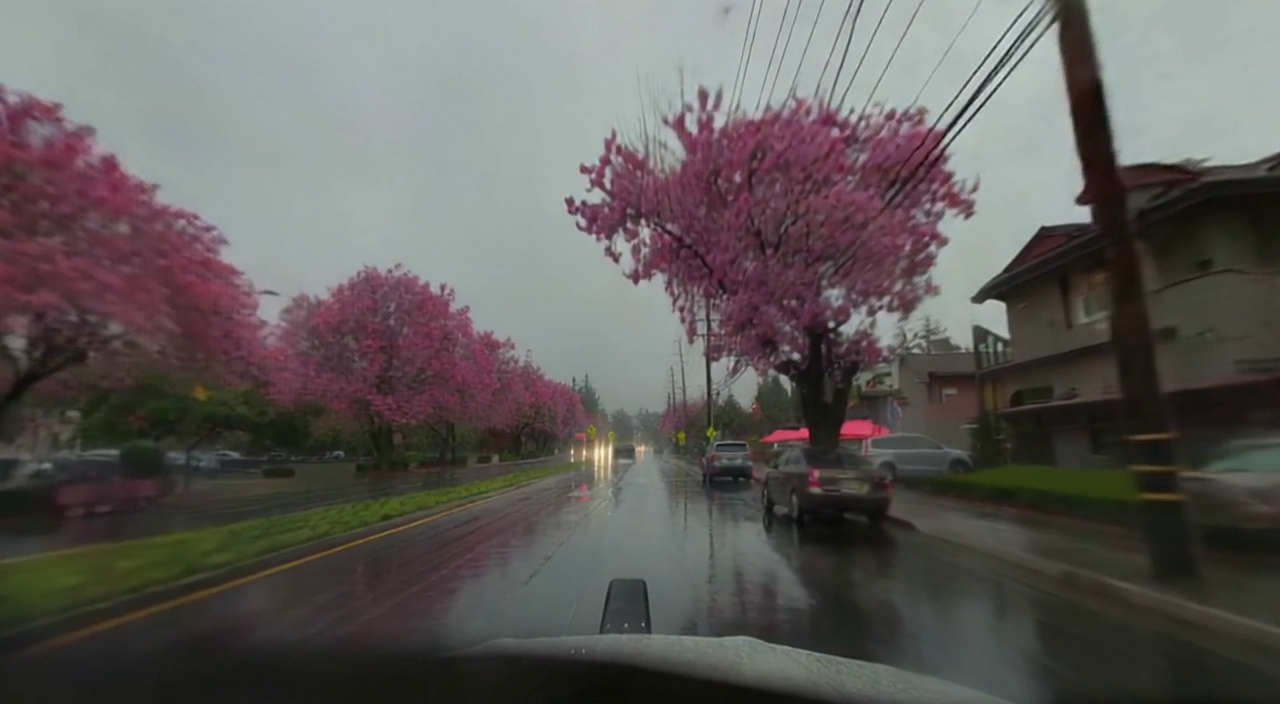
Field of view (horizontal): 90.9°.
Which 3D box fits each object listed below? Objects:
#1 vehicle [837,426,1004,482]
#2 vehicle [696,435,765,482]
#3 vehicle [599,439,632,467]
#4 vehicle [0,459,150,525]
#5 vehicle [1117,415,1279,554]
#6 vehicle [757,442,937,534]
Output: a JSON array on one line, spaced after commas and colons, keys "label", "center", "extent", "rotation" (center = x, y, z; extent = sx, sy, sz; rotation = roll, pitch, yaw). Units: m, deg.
[{"label": "vehicle", "center": [9.723, 3.579, 22.238], "extent": [4.818, 1.847, 2.257], "rotation": [0, -9, 2]}, {"label": "vehicle", "center": [4.025, 4.865, 29.094], "extent": [2.280, 1.904, 5.779], "rotation": [0, -9, -1]}, {"label": "vehicle", "center": [-1.743, 7.428, 46.424], "extent": [2.202, 1.961, 4.980], "rotation": [0, -9, 0]}, {"label": "vehicle", "center": [-16.640, 3.824, 17.779], "extent": [1.954, 1.497, 4.613], "rotation": [0, -9, 0]}, {"label": "vehicle", "center": [9.300, 1.660, 8.225], "extent": [4.512, 1.567, 1.947], "rotation": [0, -9, 0]}, {"label": "vehicle", "center": [3.778, 2.548, 12.500], "extent": [2.042, 1.465, 4.455], "rotation": [0, -9, 0]}]
